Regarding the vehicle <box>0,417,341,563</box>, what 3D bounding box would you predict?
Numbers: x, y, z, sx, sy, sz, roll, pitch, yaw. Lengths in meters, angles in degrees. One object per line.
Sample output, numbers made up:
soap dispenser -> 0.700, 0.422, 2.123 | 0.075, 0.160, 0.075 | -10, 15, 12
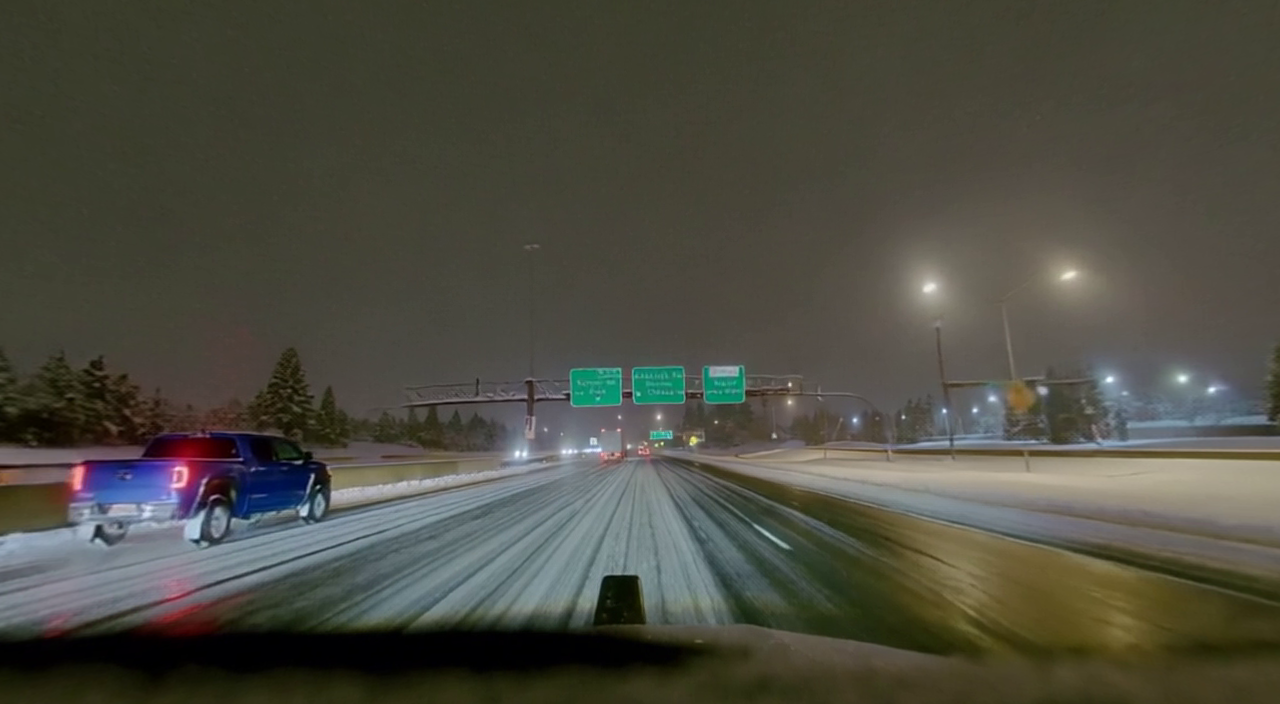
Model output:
vehicle -> -6.995, 2.012, 9.954 | 2.168, 1.729, 4.724 | 0, -9, 0
